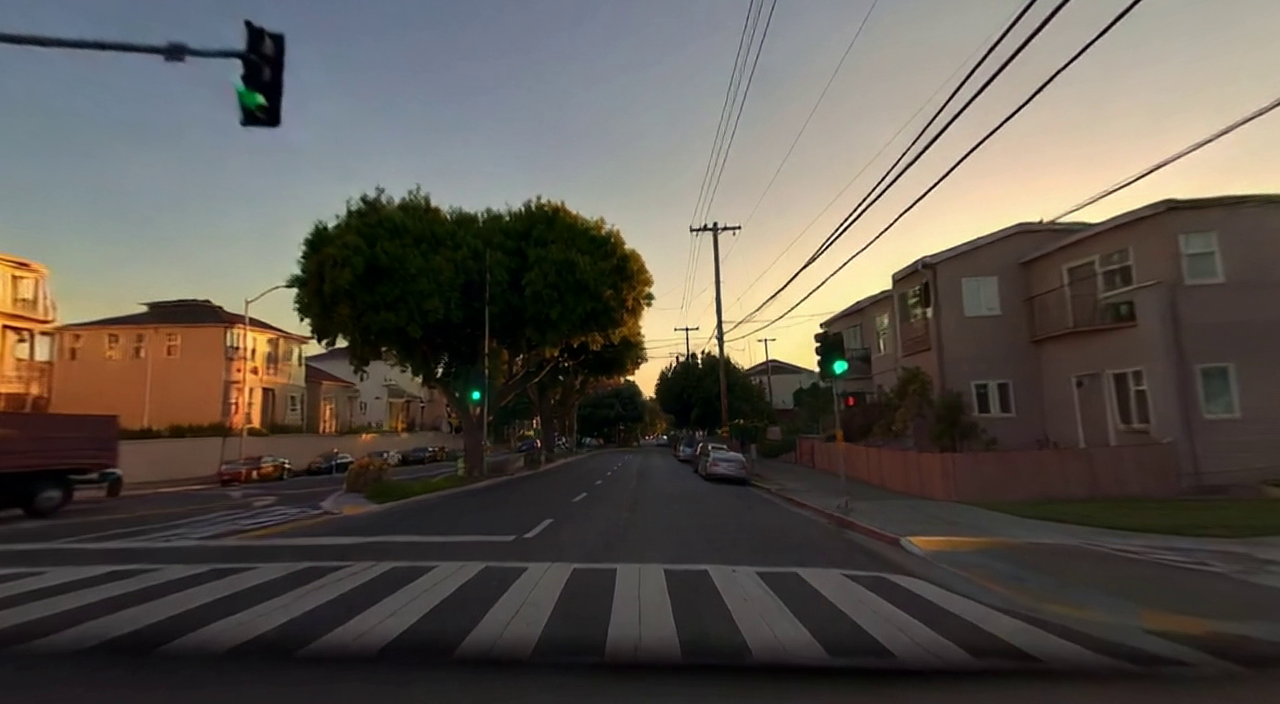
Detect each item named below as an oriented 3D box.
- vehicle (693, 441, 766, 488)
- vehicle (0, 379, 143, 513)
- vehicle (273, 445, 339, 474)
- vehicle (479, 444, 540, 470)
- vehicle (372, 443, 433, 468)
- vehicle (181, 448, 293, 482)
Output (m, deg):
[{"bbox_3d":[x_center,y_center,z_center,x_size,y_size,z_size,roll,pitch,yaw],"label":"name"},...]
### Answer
[{"bbox_3d":[3.112,4.028,22.927,1.986,1.491,4.500,0,-9,0],"label":"vehicle"},{"bbox_3d":[-16.282,2.161,14.482,2.979,3.071,7.978,0,-8,2],"label":"vehicle"},{"bbox_3d":[-18.710,6.018,35.494,1.652,1.478,3.682,0,-8,0],"label":"vehicle"},{"bbox_3d":[-5.992,4.837,29.244,1.925,1.016,2.951,-1,-6,7],"label":"vehicle"},{"bbox_3d":[-15.479,6.771,41.377,1.985,1.515,4.792,-1,-9,2],"label":"vehicle"},{"bbox_3d":[-18.969,5.309,29.956,2.060,1.484,4.726,-1,-8,2],"label":"vehicle"}]
